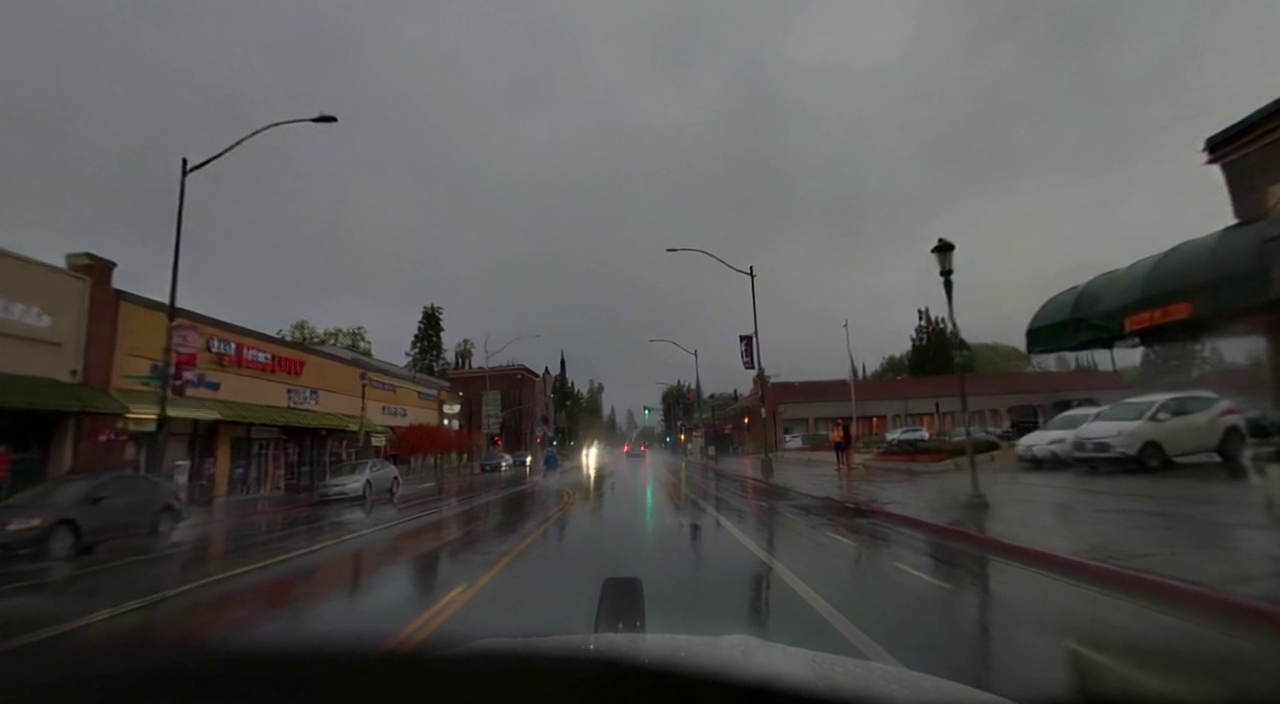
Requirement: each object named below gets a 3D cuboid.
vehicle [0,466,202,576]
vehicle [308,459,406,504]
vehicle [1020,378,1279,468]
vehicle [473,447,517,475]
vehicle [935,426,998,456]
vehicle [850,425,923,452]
[{"bbox_3d":[-10.855,3.071,12.178,1.837,1.586,4.155,0,-8,0],"label":"vehicle"},{"bbox_3d":[-11.003,5.034,24.958,1.828,1.470,4.523,0,-8,0],"label":"vehicle"},{"bbox_3d":[12.862,1.930,16.500,2.532,1.997,5.001,0,-8,-3],"label":"vehicle"},{"bbox_3d":[-10.843,8.134,47.516,2.033,1.930,4.786,-1,-8,2],"label":"vehicle"},{"bbox_3d":[17.102,4.693,33.294,1.773,1.446,4.421,-3,-8,12],"label":"vehicle"},{"bbox_3d":[16.948,5.976,43.562,4.135,1.753,2.122,-1,-9,1],"label":"vehicle"}]
